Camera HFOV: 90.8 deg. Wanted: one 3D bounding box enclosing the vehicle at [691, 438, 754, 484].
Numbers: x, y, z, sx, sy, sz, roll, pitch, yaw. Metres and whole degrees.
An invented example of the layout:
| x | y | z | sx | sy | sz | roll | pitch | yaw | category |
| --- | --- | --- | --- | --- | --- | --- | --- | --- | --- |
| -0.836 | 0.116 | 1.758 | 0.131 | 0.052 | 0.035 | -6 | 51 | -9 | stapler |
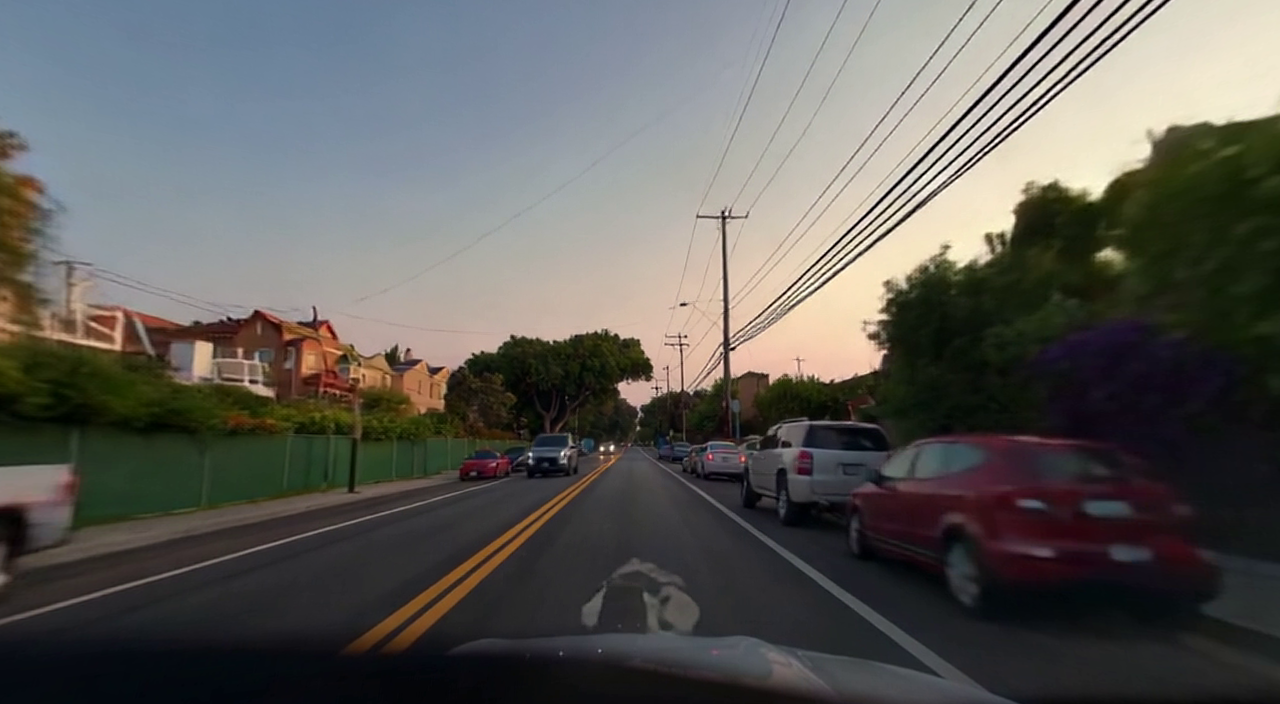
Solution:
| x | y | z | sx | sy | sz | roll | pitch | yaw | category |
| --- | --- | --- | --- | --- | --- | --- | --- | --- | --- |
| 3.114 | 4.205 | 24.613 | 1.826 | 1.614 | 4.241 | 0 | -9 | -1 | vehicle |

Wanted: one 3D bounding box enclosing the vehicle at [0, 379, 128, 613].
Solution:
| x | y | z | sx | sy | sz | roll | pitch | yaw | category |
| --- | --- | --- | --- | --- | --- | --- | --- | --- | --- |
| -6.654 | 1.073 | 3.989 | 2.195 | 2.033 | 5.741 | -1 | -8 | -2 | vehicle |

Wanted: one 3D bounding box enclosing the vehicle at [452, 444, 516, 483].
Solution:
| x | y | z | sx | sy | sz | roll | pitch | yaw | category |
| --- | --- | --- | --- | --- | --- | --- | --- | --- | --- |
| -6.845 | 4.912 | 28.157 | 1.866 | 1.487 | 4.416 | -1 | -8 | -2 | vehicle |

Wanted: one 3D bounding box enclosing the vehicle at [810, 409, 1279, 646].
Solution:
| x | y | z | sx | sy | sz | roll | pitch | yaw | category |
| --- | --- | --- | --- | --- | --- | --- | --- | --- | --- |
| 3.378 | 1.469 | 6.414 | 1.914 | 1.520 | 4.455 | 0 | -8 | -2 | vehicle |

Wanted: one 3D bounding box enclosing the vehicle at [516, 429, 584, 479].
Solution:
| x | y | z | sx | sy | sz | roll | pitch | yaw | category |
| --- | --- | --- | --- | --- | --- | --- | --- | --- | --- |
| -3.755 | 4.394 | 27.358 | 2.194 | 1.935 | 4.807 | 0 | -9 | 1 | vehicle |
